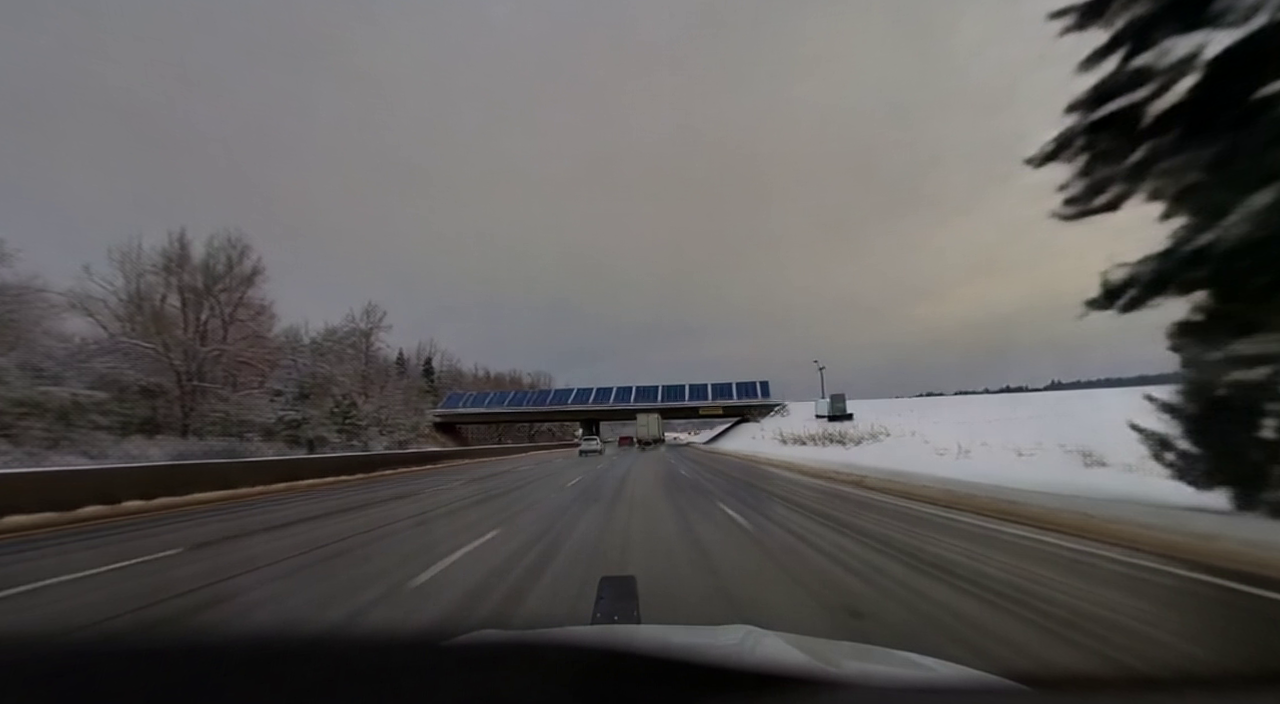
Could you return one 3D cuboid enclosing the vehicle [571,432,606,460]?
[{"bbox_3d":[-3.730,6.966,46.557,2.130,1.935,4.817,-1,-8,1],"label":"vehicle"}]
